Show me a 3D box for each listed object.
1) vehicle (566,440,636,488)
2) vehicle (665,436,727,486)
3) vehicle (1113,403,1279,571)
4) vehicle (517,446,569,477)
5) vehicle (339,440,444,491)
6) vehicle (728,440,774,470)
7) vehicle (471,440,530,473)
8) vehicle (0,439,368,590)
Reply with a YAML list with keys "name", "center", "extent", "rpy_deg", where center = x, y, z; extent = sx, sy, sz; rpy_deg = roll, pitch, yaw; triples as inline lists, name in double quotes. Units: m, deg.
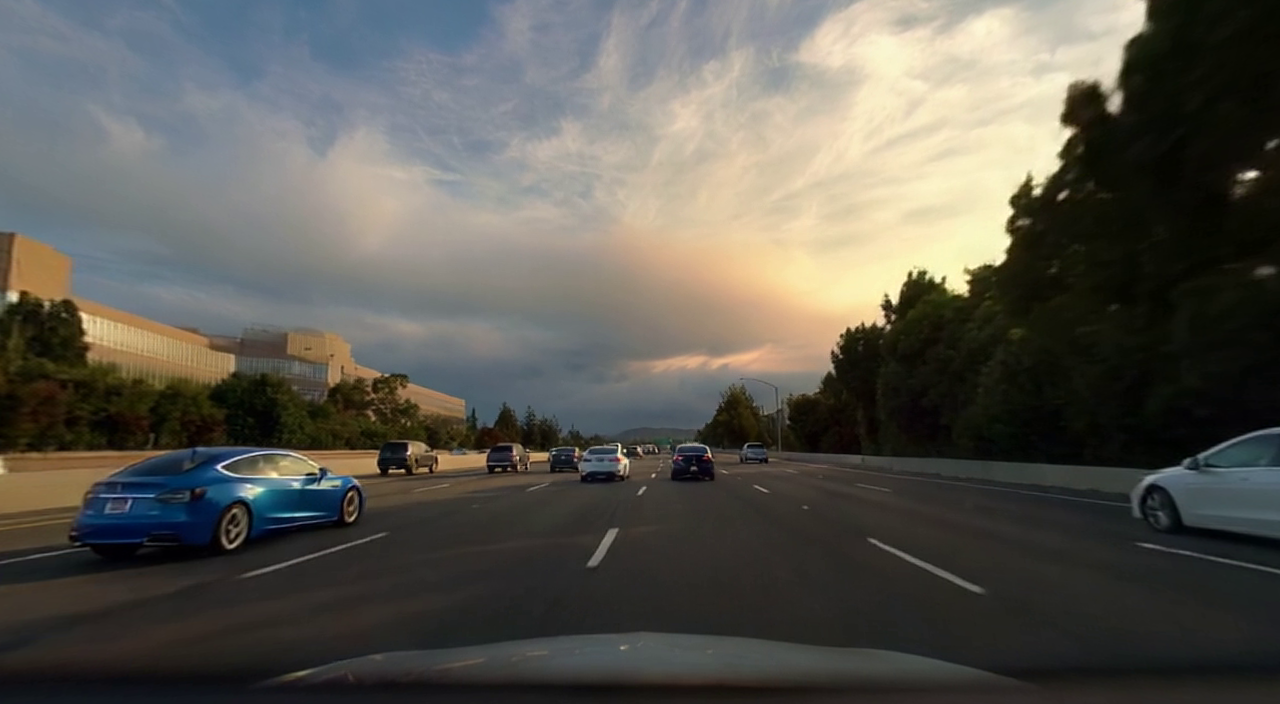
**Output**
- name: "vehicle"
  center: [-1.344, 4.124, 23.594]
  extent: [2.102, 1.624, 4.257]
  rpy_deg: [-1, -8, 3]
- name: "vehicle"
  center: [2.016, 4.090, 23.929]
  extent: [2.114, 1.715, 4.136]
  rpy_deg: [-1, -8, 2]
- name: "vehicle"
  center: [7.645, 1.366, 6.314]
  extent: [1.960, 1.726, 5.016]
  rpy_deg: [0, -8, 1]
- name: "vehicle"
  center: [-4.930, 5.615, 32.563]
  extent: [1.886, 1.455, 4.148]
  rpy_deg: [-1, -8, 3]
- name: "vehicle"
  center: [-9.141, 4.187, 23.661]
  extent: [1.947, 1.683, 4.331]
  rpy_deg: [-1, -8, 3]
- name: "vehicle"
  center: [6.983, 6.516, 40.124]
  extent: [2.071, 1.754, 4.484]
  rpy_deg: [0, -8, 0]
- name: "vehicle"
  center: [-8.395, 6.341, 38.447]
  extent: [2.187, 1.851, 5.085]
  rpy_deg: [-1, -8, 3]
- name: "vehicle"
  center: [-5.938, 1.966, 8.667]
  extent: [2.116, 1.473, 4.644]
  rpy_deg: [-1, -8, 3]
